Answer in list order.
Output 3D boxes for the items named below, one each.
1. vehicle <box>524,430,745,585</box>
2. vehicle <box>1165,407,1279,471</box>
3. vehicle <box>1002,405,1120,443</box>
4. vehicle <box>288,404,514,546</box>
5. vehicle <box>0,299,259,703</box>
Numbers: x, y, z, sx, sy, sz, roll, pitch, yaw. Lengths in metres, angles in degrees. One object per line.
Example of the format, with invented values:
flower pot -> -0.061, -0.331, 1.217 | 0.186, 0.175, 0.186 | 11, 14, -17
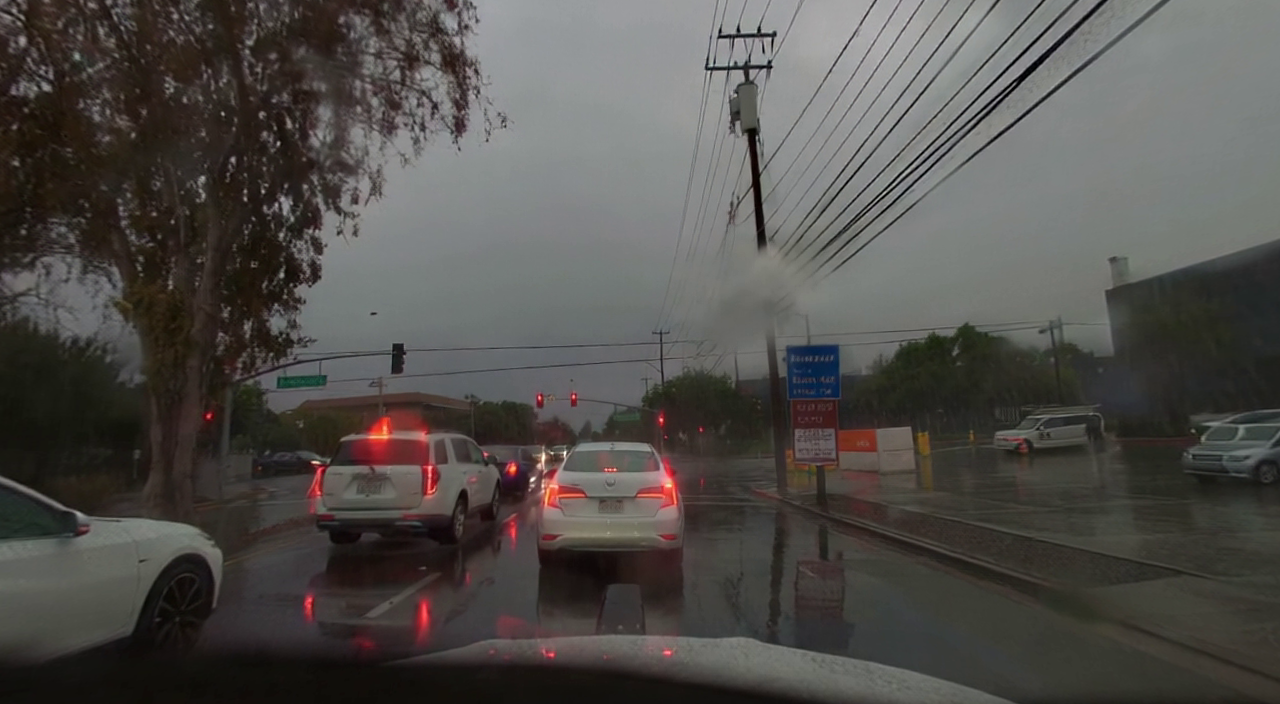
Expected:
vehicle -> -0.102, 1.799, 8.144 | 2.121, 1.474, 3.968 | 0, -8, -2
vehicle -> 17.017, 2.540, 18.270 | 1.858, 1.622, 4.491 | -5, -10, 28
vehicle -> 26.864, 4.644, 40.508 | 5.782, 2.286, 2.223 | -1, -9, 4
vehicle -> -3.843, 2.084, 11.373 | 2.147, 1.963, 4.927 | 0, -8, 0
vehicle -> -3.593, 0.628, 1.530 | 2.085, 1.943, 5.053 | 0, -8, 1
